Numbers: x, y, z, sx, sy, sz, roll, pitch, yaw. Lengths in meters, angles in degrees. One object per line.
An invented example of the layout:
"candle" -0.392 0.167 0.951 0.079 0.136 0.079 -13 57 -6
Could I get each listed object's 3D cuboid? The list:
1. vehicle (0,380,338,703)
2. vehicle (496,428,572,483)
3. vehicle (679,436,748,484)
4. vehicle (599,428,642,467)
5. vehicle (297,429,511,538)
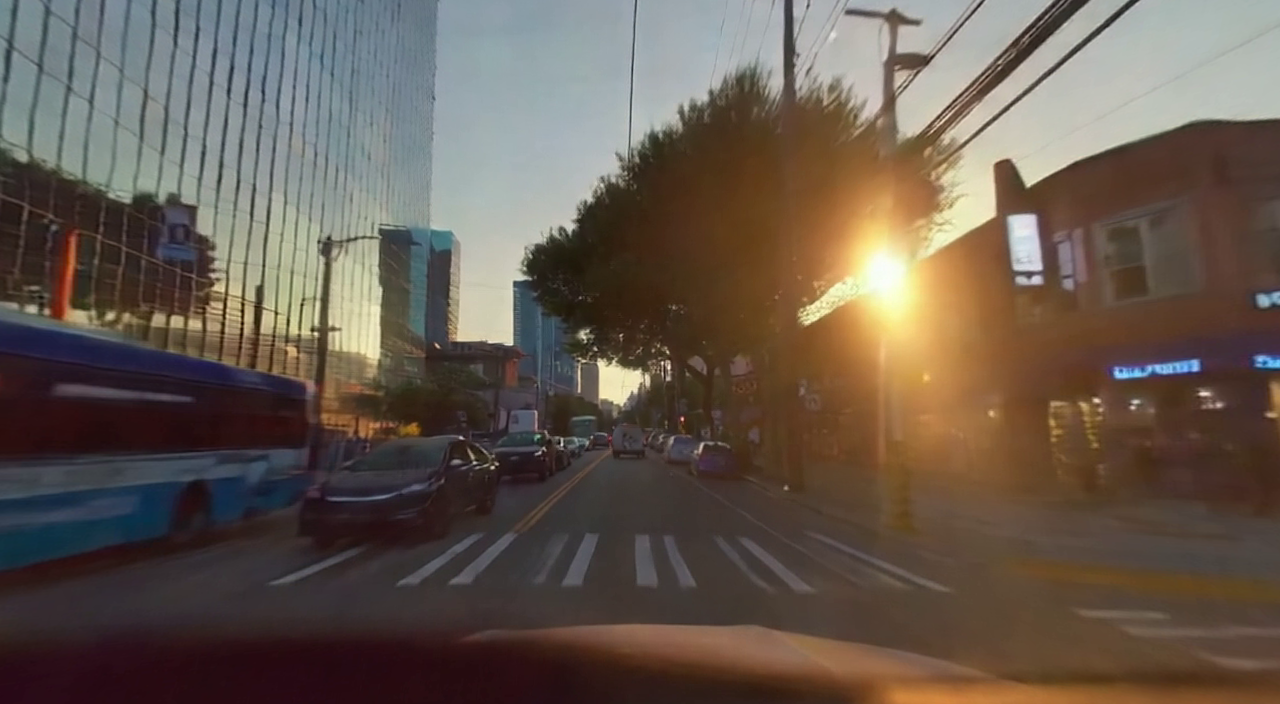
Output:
"vehicle" -3.437 1.032 3.081 2.026 1.616 4.109 0 -8 -3
"vehicle" -3.661 3.647 22.577 1.983 1.727 4.294 0 -8 -1
"vehicle" 2.662 4.002 23.789 1.934 1.633 4.271 0 -8 -2
"vehicle" -1.047 5.033 33.483 2.127 1.893 4.194 0 -8 -2
"vehicle" -3.888 2.207 11.255 1.990 1.568 3.885 -1 -8 6
